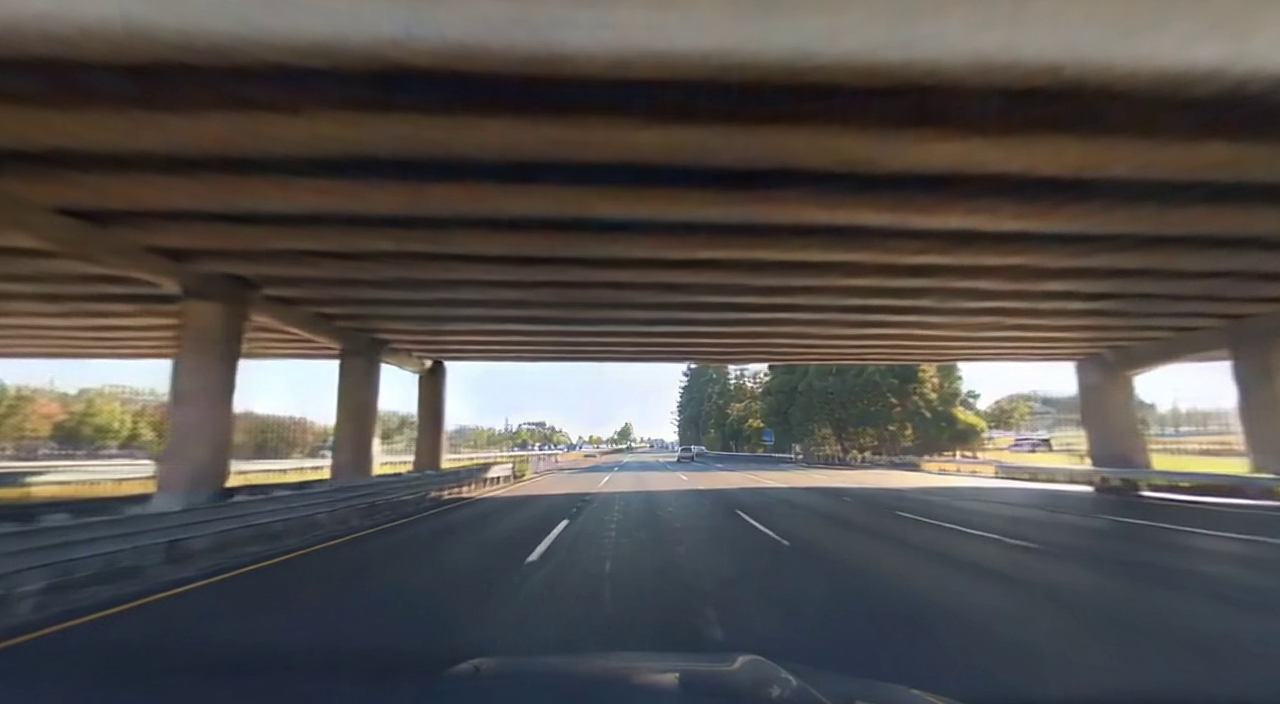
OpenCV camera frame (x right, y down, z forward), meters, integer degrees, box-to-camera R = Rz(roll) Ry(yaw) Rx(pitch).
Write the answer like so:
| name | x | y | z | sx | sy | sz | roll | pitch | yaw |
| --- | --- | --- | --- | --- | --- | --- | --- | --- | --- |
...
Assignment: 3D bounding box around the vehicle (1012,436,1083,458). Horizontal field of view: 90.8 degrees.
| name | x | y | z | sx | sy | sz | roll | pitch | yaw |
| --- | --- | --- | --- | --- | --- | --- | --- | --- | --- |
| vehicle | 29.892 | 7.023 | 46.601 | 1.967 | 1.491 | 4.970 | 0 | -9 | 1 |
